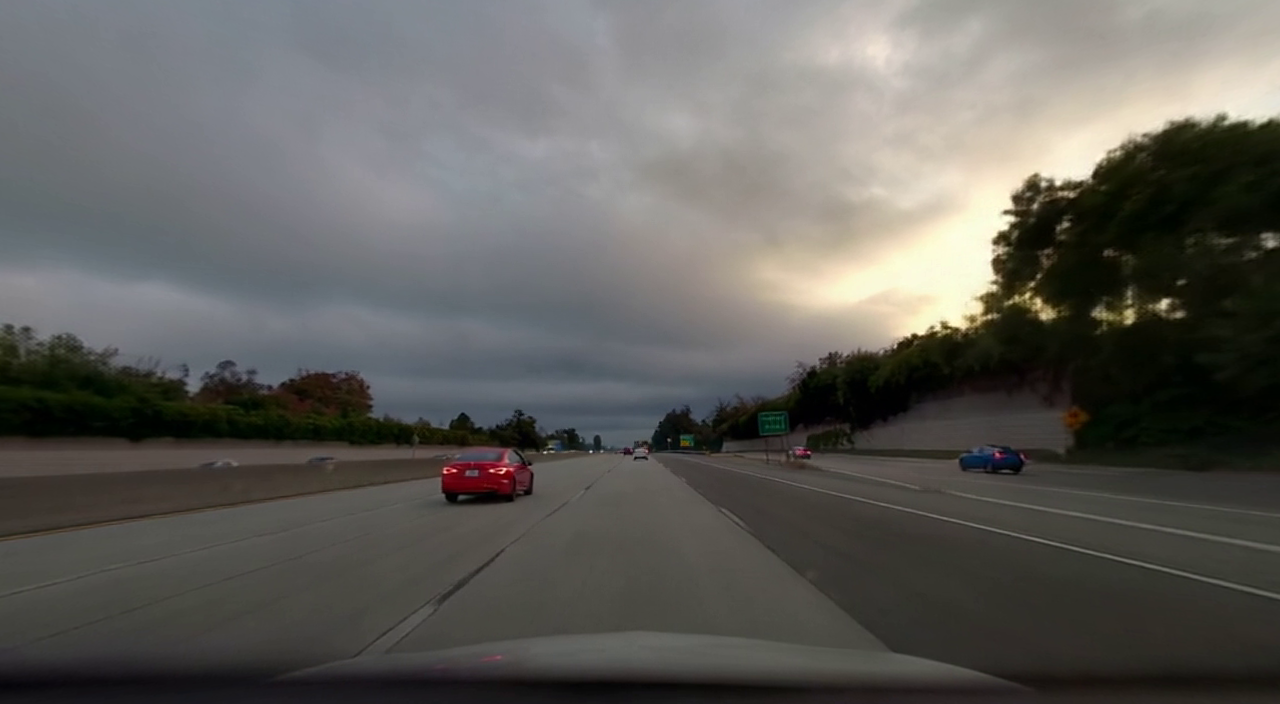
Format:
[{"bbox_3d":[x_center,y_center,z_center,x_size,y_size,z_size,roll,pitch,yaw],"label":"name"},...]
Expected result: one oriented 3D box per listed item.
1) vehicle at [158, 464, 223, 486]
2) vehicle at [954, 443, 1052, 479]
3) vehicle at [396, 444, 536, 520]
[{"bbox_3d":[-34.959,9.531,49.233,1.800,1.447,4.651,-1,-9,-2],"label":"vehicle"},{"bbox_3d":[15.733,4.743,27.634,1.805,1.427,4.447,-1,-9,3],"label":"vehicle"},{"bbox_3d":[-3.743,2.872,14.510,1.873,1.438,4.546,-1,-9,1],"label":"vehicle"}]
